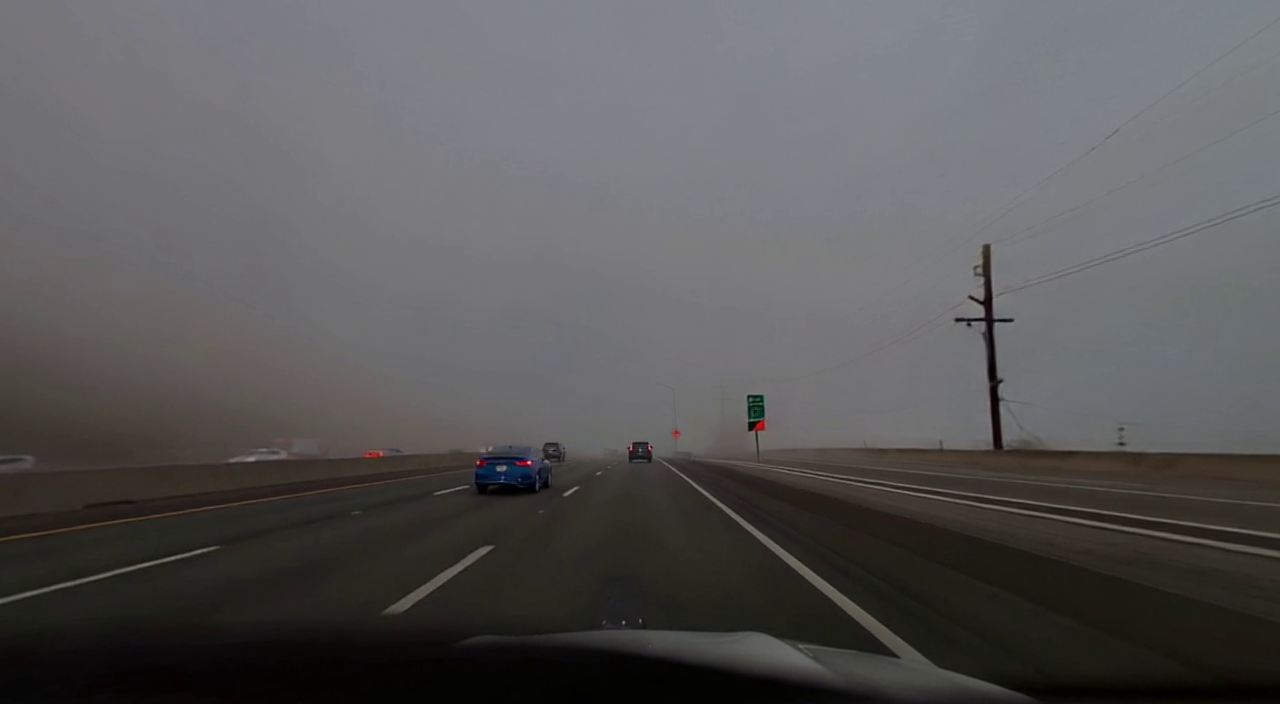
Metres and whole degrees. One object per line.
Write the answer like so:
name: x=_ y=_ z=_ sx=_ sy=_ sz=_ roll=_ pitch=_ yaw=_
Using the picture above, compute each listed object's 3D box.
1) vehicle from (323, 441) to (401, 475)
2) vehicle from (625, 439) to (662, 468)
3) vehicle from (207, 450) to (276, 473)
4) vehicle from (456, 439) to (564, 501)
vehicle: x=-14.394 y=5.481 z=32.929 sx=2.047 sy=1.608 sz=4.257 roll=0 pitch=-8 yaw=1
vehicle: x=0.200 y=6.480 z=40.394 sx=2.194 sy=1.737 sz=4.127 roll=0 pitch=-8 yaw=0
vehicle: x=-27.705 y=7.608 z=44.018 sx=1.943 sy=1.434 sz=4.407 roll=0 pitch=-8 yaw=1
vehicle: x=-3.525 y=3.280 z=18.083 sx=1.967 sy=1.517 sz=4.808 roll=0 pitch=-8 yaw=1
